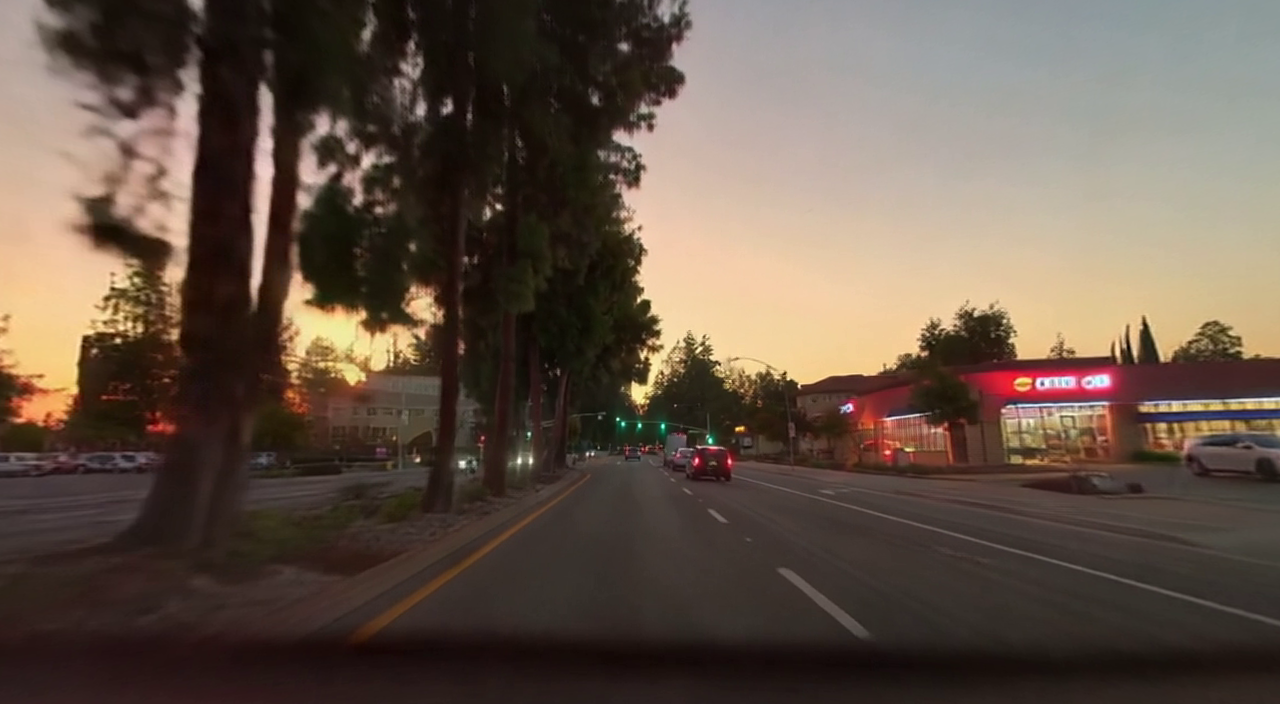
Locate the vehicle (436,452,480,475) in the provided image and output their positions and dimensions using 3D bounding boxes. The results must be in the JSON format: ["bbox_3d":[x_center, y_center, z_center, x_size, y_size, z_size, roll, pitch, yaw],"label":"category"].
[{"bbox_3d":[-13.962,8.577,48.704,1.988,1.527,4.359,0,-7,2],"label":"vehicle"}]

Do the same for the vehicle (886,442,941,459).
[{"bbox_3d":[19.232,6.925,44.503,3.242,1.165,1.363,1,-7,-5],"label":"vehicle"}]

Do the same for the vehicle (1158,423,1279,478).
[{"bbox_3d":[20.646,3.350,21.521,4.210,1.727,2.227,2,-7,-8],"label":"vehicle"}]

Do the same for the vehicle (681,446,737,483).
[{"bbox_3d":[3.164,5.223,29.770,2.041,1.531,4.236,1,-8,-1],"label":"vehicle"}]
